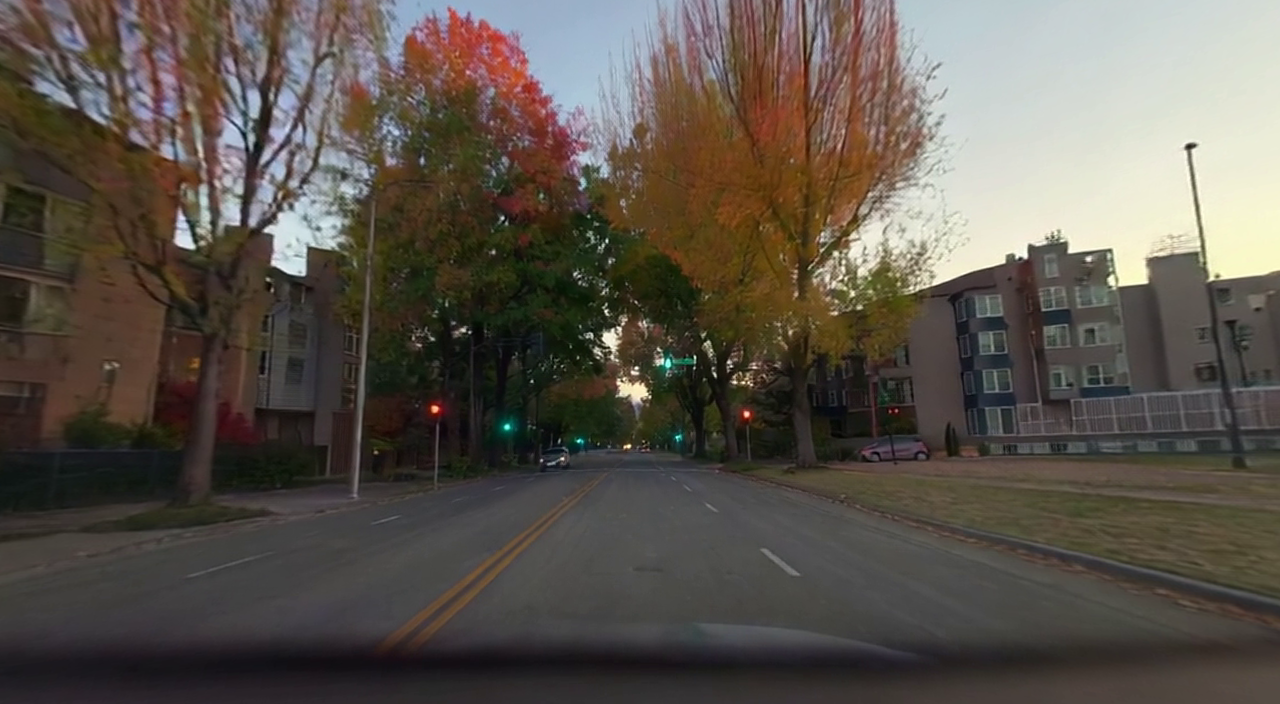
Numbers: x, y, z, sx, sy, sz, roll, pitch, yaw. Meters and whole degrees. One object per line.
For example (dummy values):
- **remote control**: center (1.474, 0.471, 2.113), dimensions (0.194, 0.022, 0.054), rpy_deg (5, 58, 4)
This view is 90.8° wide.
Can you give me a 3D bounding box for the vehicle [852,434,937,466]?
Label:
- **vehicle**: center (14.503, 5.636, 36.288), dimensions (4.365, 1.702, 1.897), rpy_deg (-3, -9, 18)
